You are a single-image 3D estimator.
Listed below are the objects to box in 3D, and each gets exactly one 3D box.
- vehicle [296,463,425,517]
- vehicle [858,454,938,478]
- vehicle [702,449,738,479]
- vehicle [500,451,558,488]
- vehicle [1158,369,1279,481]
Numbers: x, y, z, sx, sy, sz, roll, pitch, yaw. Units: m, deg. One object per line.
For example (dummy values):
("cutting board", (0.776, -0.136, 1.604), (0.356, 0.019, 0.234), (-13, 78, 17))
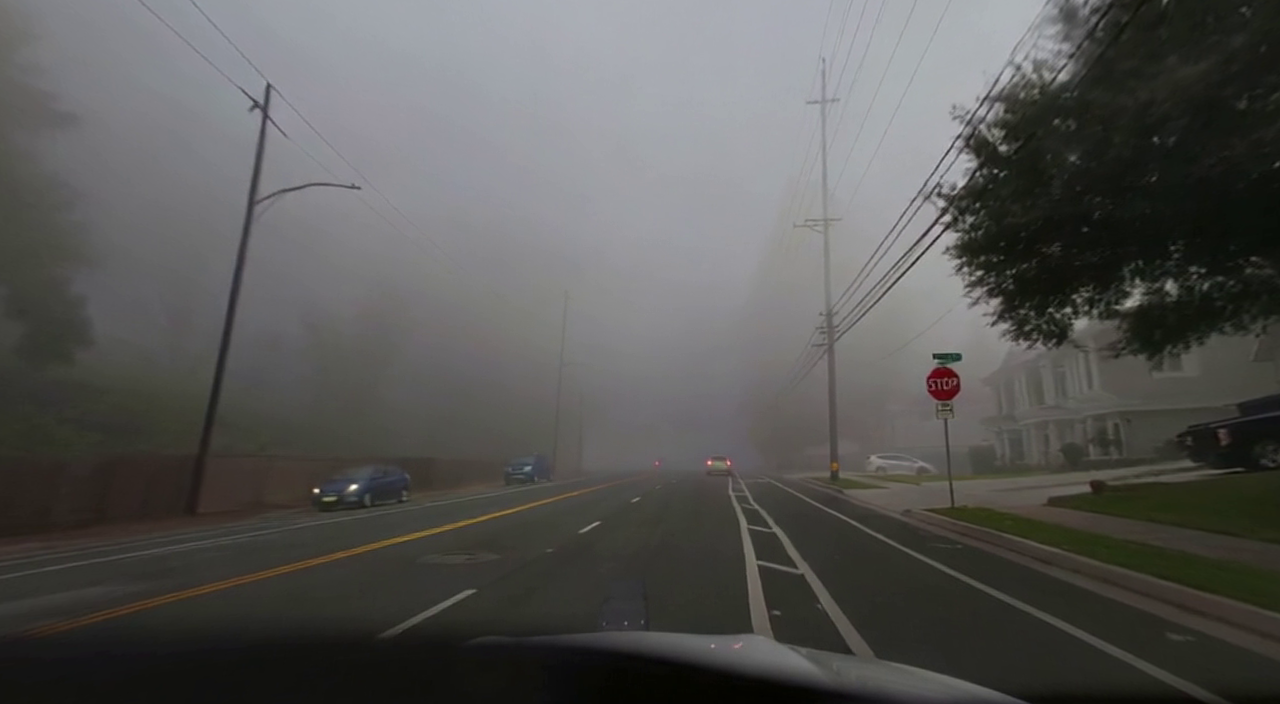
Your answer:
("vehicle", (-9.257, 4.579, 21.376), (1.965, 1.455, 4.472), (0, -8, 5))
("vehicle", (17.648, 7.804, 43.237), (4.648, 1.511, 1.919), (0, -8, 5))
("vehicle", (5.556, 7.743, 43.756), (2.284, 1.741, 4.702), (2, -7, 8))
("vehicle", (-6.647, 7.100, 38.450), (1.998, 2.047, 5.167), (-1, -8, 7))
("vehicle", (15.527, 1.723, 15.046), (1.926, 2.031, 5.177), (1, -18, 3))
